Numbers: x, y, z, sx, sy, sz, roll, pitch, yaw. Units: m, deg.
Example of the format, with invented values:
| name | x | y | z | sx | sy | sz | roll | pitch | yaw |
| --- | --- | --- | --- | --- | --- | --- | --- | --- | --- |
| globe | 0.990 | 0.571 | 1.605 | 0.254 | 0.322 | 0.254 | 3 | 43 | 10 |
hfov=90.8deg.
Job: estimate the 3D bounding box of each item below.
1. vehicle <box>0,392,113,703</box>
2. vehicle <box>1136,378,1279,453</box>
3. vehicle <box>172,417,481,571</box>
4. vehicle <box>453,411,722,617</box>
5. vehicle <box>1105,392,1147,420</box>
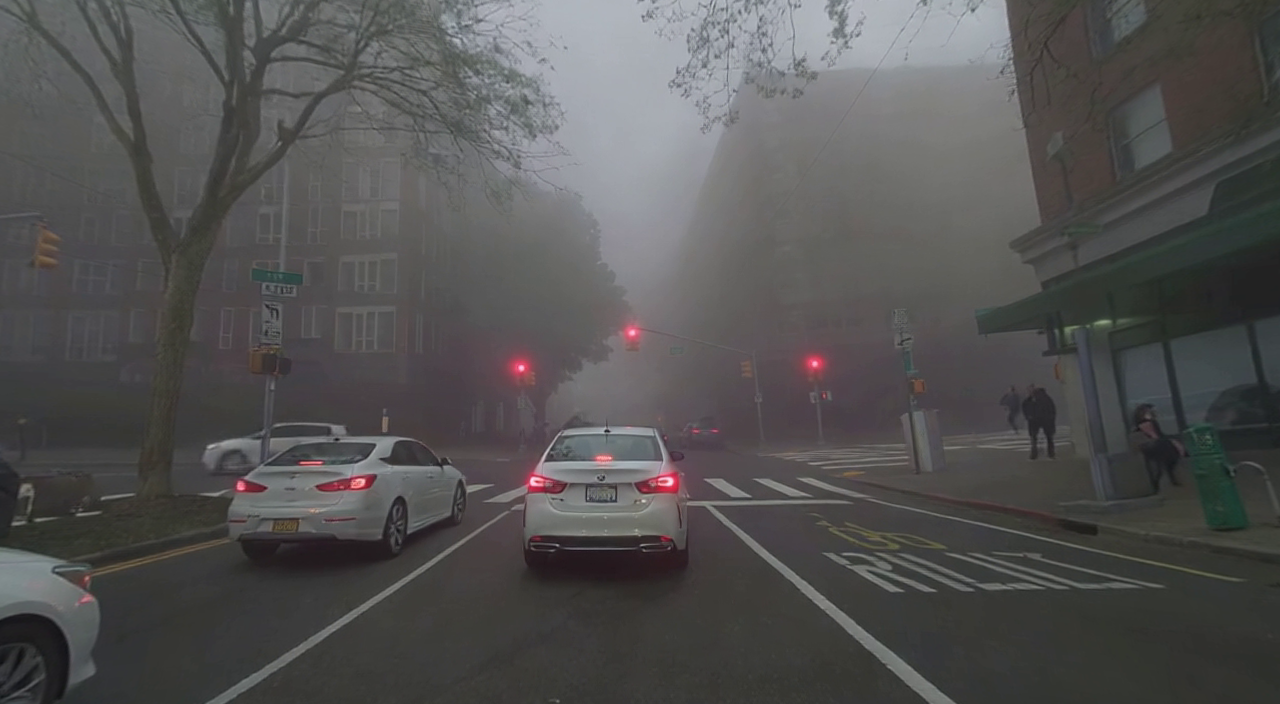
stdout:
| name | x | y | z | sx | sy | sz | roll | pitch | yaw |
| --- | --- | --- | --- | --- | --- | --- | --- | --- | --- |
| vehicle | -3.906 | 0.703 | 1.183 | 1.995 | 1.524 | 4.438 | 0 | -8 | 0 |
| vehicle | 21.637 | 2.354 | 22.876 | 5.863 | 2.493 | 2.354 | 2 | -9 | -12 |
| vehicle | -3.684 | 1.742 | 8.521 | 1.934 | 1.522 | 4.287 | 0 | -8 | 0 |
| vehicle | -0.408 | 1.498 | 6.731 | 1.999 | 1.520 | 3.896 | 0 | -8 | 0 |
| vehicle | 33.733 | 3.792 | 43.951 | 1.958 | 1.667 | 4.392 | -6 | -10 | 34 |
